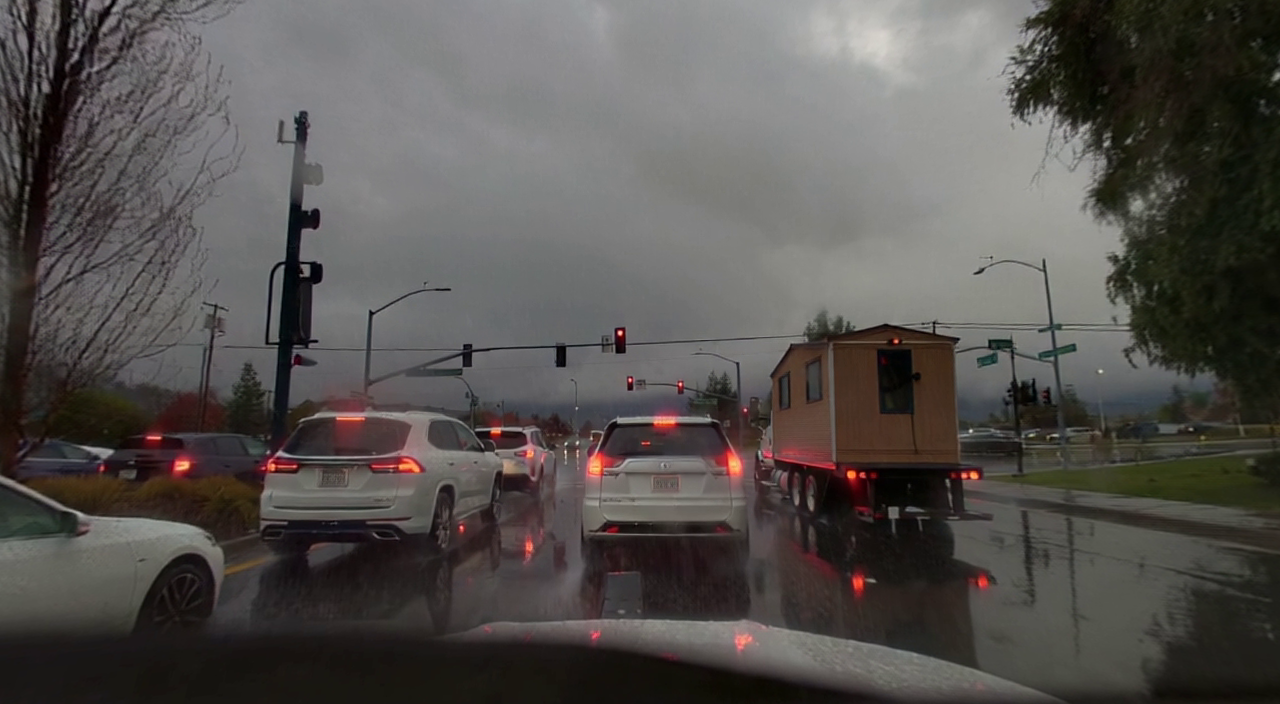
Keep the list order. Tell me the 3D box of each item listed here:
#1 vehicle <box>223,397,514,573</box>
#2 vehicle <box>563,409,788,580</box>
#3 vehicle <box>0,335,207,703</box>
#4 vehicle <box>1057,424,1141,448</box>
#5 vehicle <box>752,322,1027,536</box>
[{"bbox_3d":[-3.271,1.713,8.842,2.085,1.812,4.388,0,-9,0],"label":"vehicle"},{"bbox_3d":[0.353,1.706,8.315,2.189,1.649,4.171,0,-9,0],"label":"vehicle"},{"bbox_3d":[-3.434,0.669,1.475,1.952,1.730,4.116,0,-9,-1],"label":"vehicle"},{"bbox_3d":[33.190,6.127,45.865,4.671,1.595,1.824,-5,-10,31],"label":"vehicle"},{"bbox_3d":[3.684,1.387,10.977,2.531,2.750,5.595,0,-9,1],"label":"vehicle"}]
